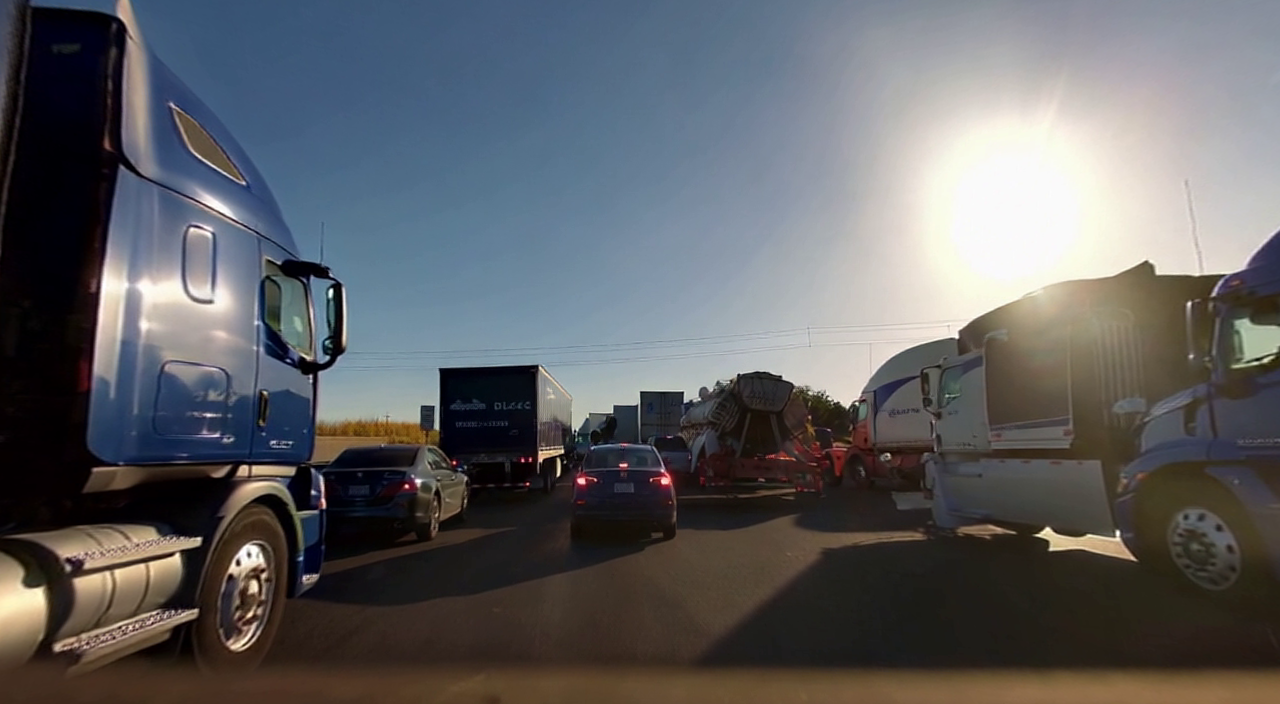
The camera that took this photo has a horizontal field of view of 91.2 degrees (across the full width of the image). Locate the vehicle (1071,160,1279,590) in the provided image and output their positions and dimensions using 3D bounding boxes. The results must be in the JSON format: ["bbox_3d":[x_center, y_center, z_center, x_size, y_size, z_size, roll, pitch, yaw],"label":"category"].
[{"bbox_3d":[11.162,-0.264,3.684,13.564,4.152,3.110,-9,-12,42],"label":"vehicle"}]

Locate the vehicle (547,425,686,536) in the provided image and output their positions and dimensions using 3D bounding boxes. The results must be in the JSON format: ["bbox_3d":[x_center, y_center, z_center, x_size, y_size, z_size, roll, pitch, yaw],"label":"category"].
[{"bbox_3d":[-0.401,2.304,11.732,2.140,1.682,3.971,0,-9,-1],"label":"vehicle"}]

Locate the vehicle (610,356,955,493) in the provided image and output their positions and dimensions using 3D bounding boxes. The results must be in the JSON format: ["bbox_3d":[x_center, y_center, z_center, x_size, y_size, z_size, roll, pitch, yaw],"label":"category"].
[{"bbox_3d":[4.475,3.131,25.420,2.877,4.124,14.516,4,-10,-41],"label":"vehicle"}]

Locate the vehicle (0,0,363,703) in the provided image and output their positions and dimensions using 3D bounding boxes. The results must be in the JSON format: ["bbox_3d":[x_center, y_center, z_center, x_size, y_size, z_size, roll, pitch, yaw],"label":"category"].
[{"bbox_3d":[-3.962,-0.128,1.071,2.986,3.391,9.523,0,-9,-3],"label":"vehicle"}]
